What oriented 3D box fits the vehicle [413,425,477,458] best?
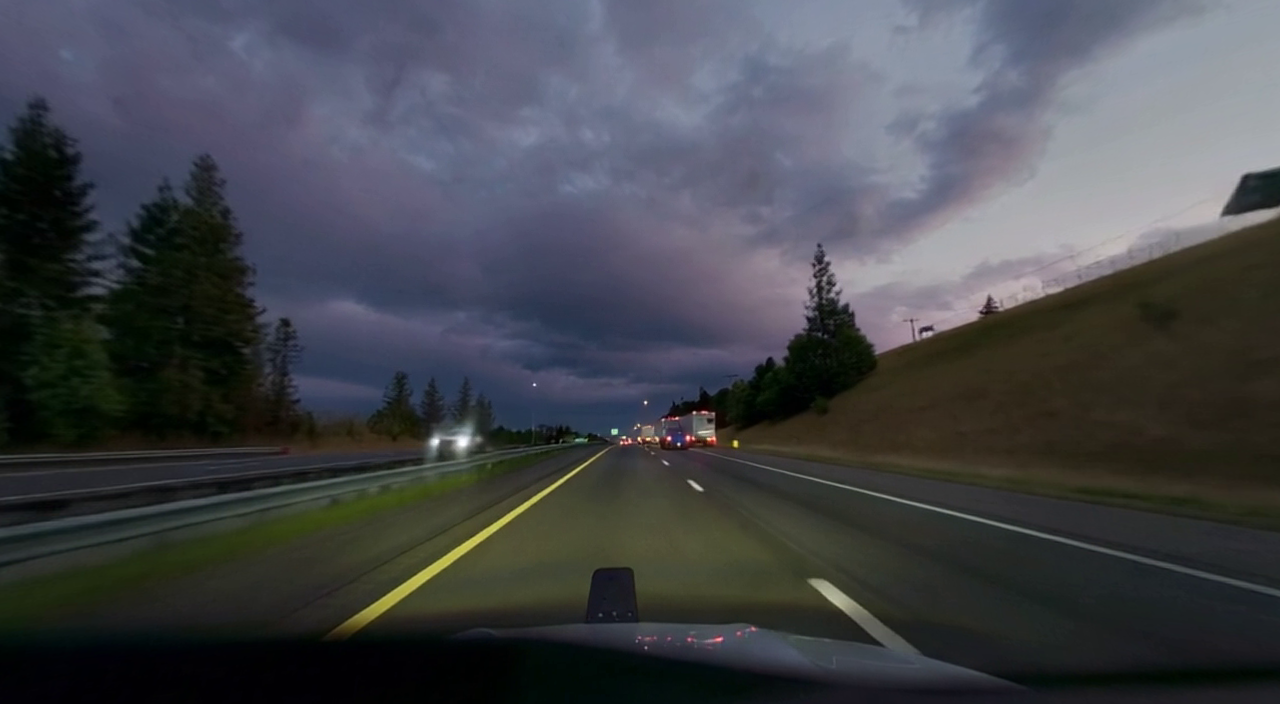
[{"bbox_3d":[-9.326,4.307,30.490,1.882,1.483,3.954,0,-8,0],"label":"vehicle"}]

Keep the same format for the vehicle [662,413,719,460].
[{"bbox_3d":[3.016,5.291,39.421,2.821,2.673,6.205,0,-8,-3],"label":"vehicle"}]
